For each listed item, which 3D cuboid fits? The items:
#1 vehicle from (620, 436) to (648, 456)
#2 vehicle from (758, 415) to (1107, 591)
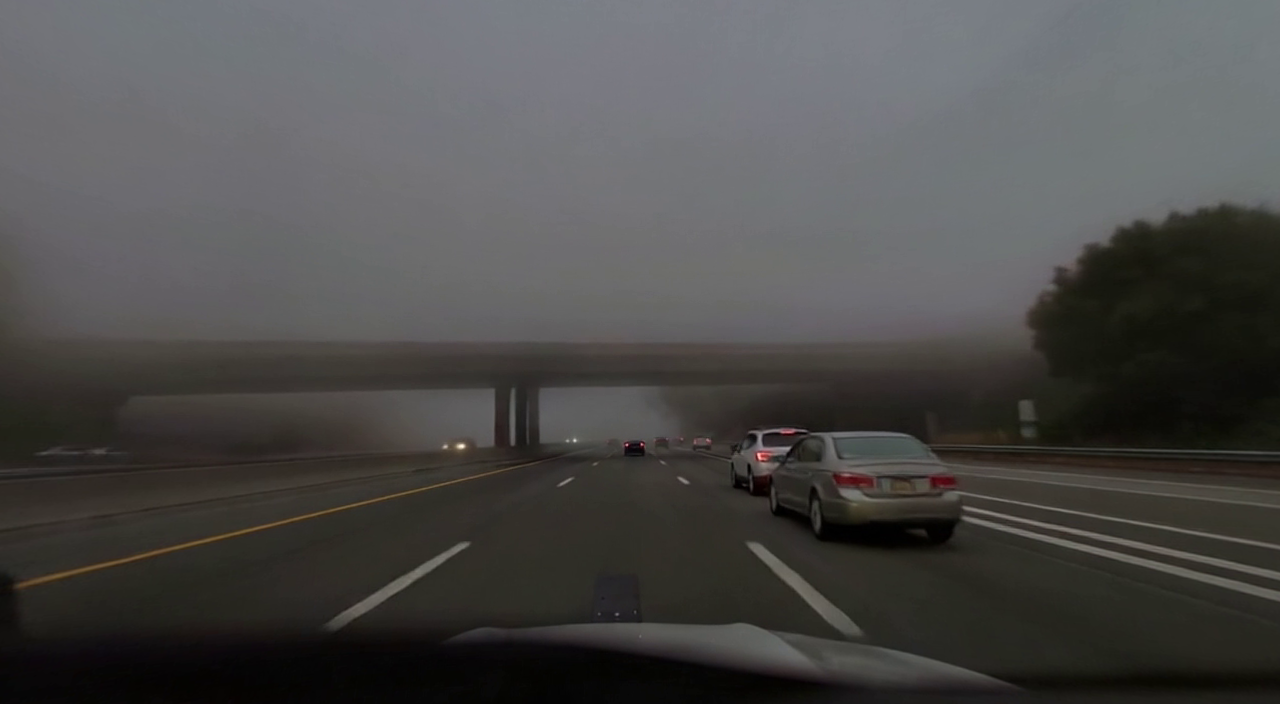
[{"bbox_3d":[-0.452,7.436,49.912,2.103,1.512,4.155,0,-8,0],"label":"vehicle"},{"bbox_3d":[3.253,1.768,8.517,2.240,1.646,4.949,0,-8,-1],"label":"vehicle"}]
